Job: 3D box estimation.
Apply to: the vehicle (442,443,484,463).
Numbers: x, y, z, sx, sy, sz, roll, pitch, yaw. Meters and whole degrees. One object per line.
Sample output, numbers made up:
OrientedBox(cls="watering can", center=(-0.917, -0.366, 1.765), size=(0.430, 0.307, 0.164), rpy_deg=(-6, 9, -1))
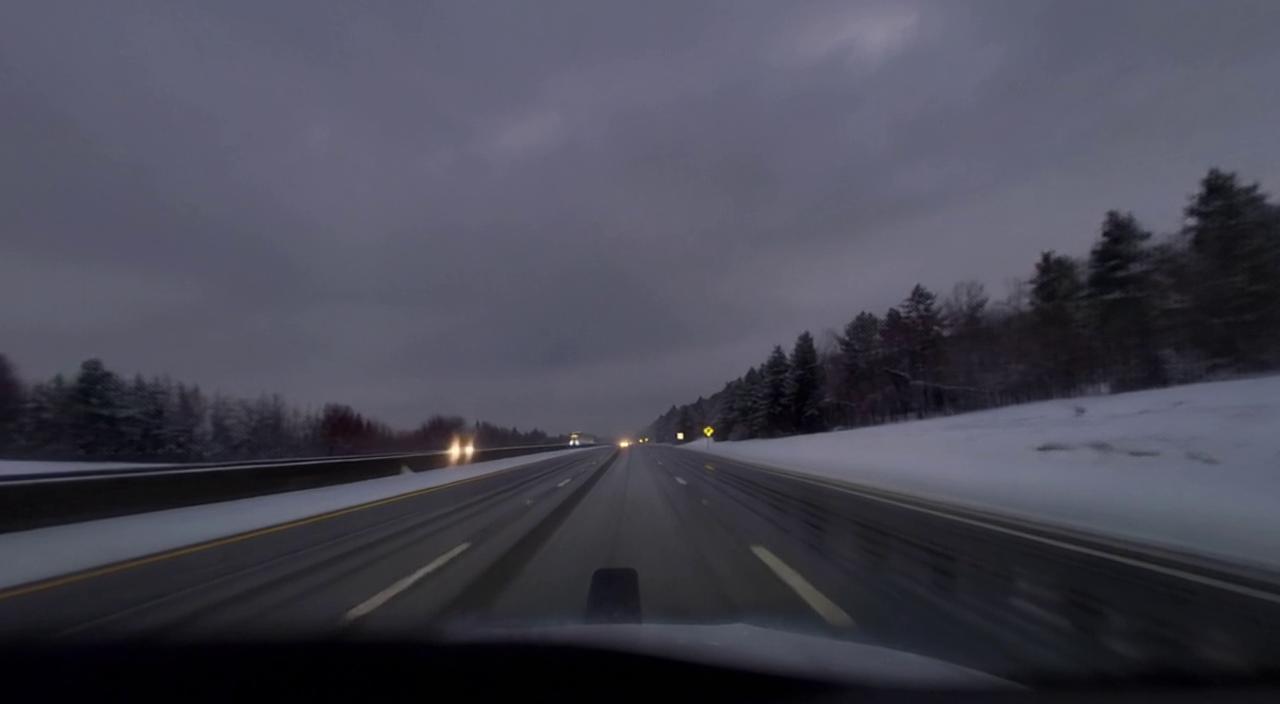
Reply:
OrientedBox(cls="vehicle", center=(-13.694, 7.841, 48.967), size=(1.942, 1.444, 4.697), rpy_deg=(0, -8, 0))
